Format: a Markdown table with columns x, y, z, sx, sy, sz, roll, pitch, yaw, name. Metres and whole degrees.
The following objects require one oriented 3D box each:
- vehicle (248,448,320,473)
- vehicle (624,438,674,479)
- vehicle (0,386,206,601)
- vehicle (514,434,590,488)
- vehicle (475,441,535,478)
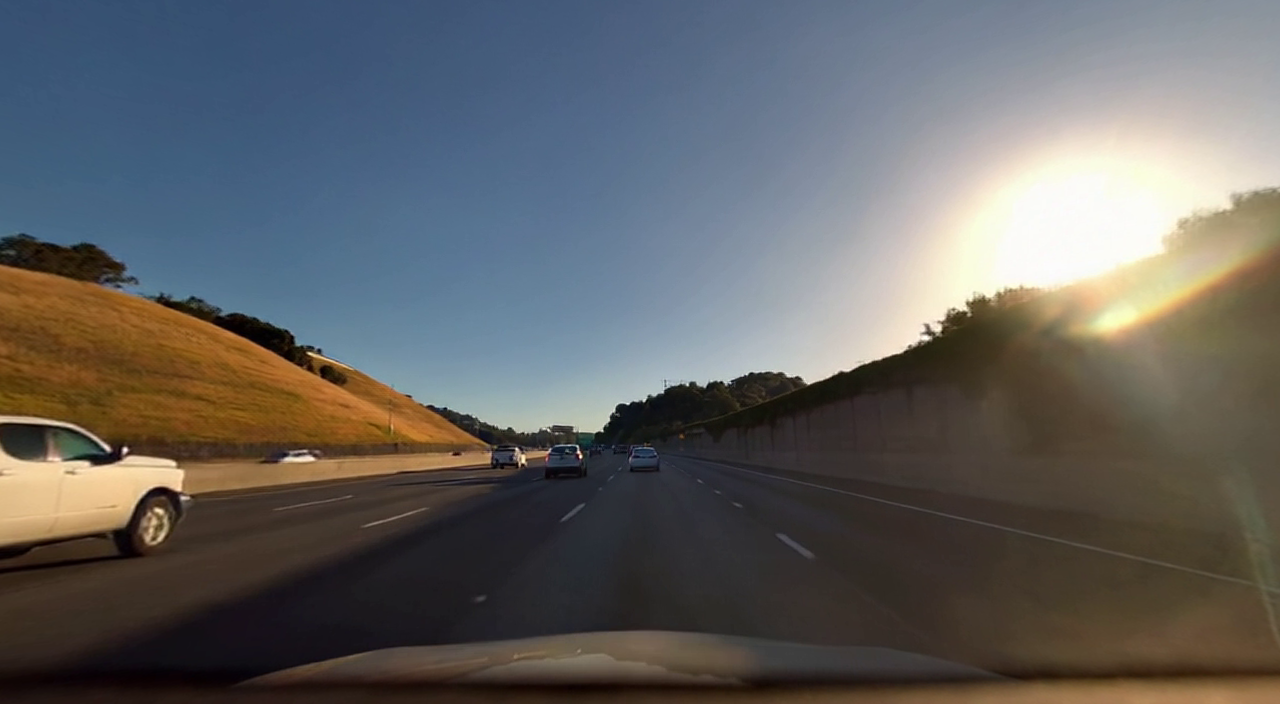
| x | y | z | sx | sy | sz | roll | pitch | yaw | name |
| --- | --- | --- | --- | --- | --- | --- | --- | --- | --- |
| -23.435 | 7.130 | 41.782 | 1.953 | 1.532 | 4.791 | 0 | -9 | 1 | vehicle |
| 0.400 | 5.138 | 30.685 | 2.233 | 1.804 | 4.273 | 0 | -9 | 0 | vehicle |
| -6.639 | 1.212 | 5.339 | 2.108 | 1.856 | 5.214 | 0 | -9 | 1 | vehicle |
| -3.173 | 4.057 | 23.790 | 2.093 | 1.820 | 4.506 | 0 | -9 | 1 | vehicle |
| -6.676 | 5.368 | 31.736 | 2.059 | 1.745 | 4.239 | 0 | -9 | 0 | vehicle |
